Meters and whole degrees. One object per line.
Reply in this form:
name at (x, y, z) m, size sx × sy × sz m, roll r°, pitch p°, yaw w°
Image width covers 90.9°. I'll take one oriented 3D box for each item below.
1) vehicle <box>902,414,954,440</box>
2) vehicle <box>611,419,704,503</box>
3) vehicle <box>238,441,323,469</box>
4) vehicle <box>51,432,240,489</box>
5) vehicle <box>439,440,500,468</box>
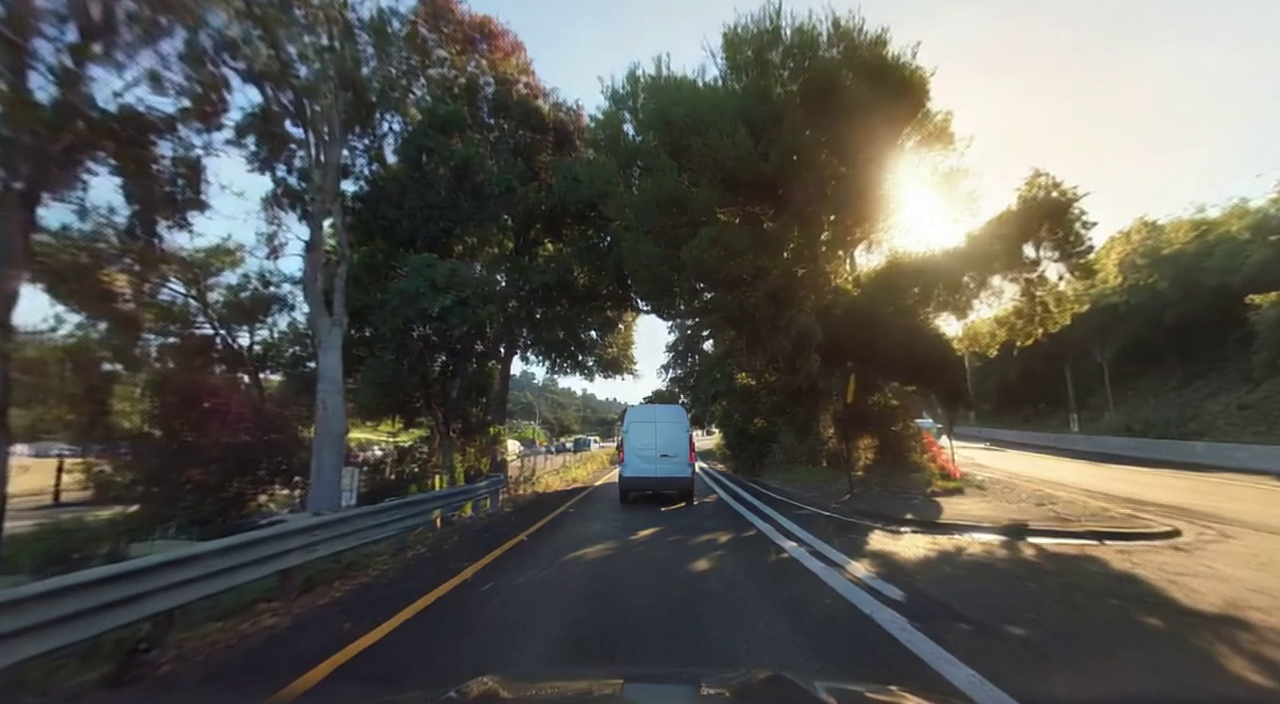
vehicle at (19.420, 5.121, 42.761) m, size 2.098 × 1.654 × 4.637 m, roll -2°, pitch -8°, yaw 11°
vehicle at (0.376, 2.742, 16.227) m, size 2.043 × 1.821 × 4.558 m, roll 0°, pitch -8°, yaw 0°
vehicle at (-19.919, 5.704, 35.184) m, size 1.884 × 1.447 × 4.502 m, roll -1°, pitch -8°, yaw 3°
vehicle at (-16.688, 3.669, 21.767) m, size 2.309 × 1.683 × 5.063 m, roll -1°, pitch -8°, yaw 2°
vehicle at (-10.142, 6.081, 37.972) m, size 1.958 × 1.545 × 4.588 m, roll -1°, pitch -8°, yaw 6°
